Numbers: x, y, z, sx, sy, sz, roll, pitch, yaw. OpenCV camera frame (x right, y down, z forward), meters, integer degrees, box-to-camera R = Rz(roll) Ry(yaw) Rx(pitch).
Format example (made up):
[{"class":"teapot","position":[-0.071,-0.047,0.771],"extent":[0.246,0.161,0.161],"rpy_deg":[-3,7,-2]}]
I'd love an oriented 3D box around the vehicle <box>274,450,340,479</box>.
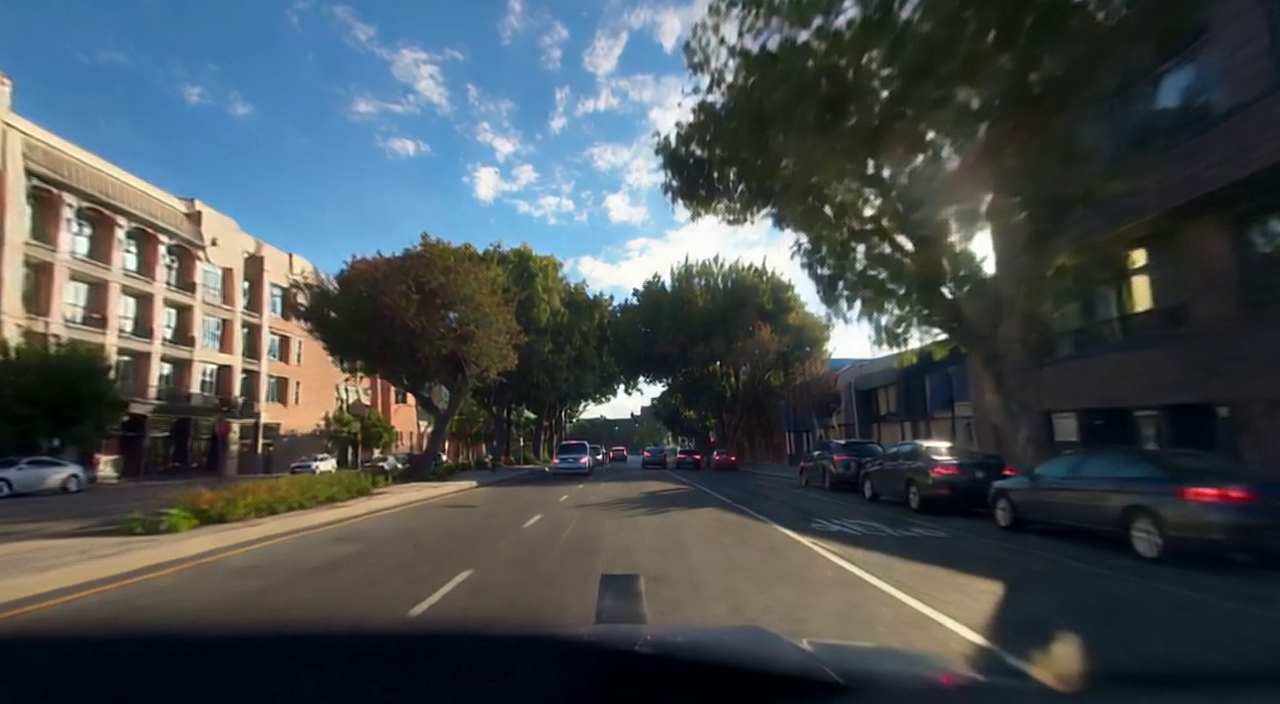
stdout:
[{"class":"vehicle","position":[-22.425,7.562,42.803],"extent":[1.996,1.767,4.613],"rpy_deg":[0,-8,-1]}]

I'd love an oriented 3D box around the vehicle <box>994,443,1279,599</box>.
[{"class":"vehicle","position":[7.042,1.970,8.354],"extent":[2.269,1.506,4.152],"rpy_deg":[0,-8,0]}]

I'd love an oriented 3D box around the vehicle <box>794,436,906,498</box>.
[{"class":"vehicle","position":[6.917,3.813,21.399],"extent":[2.216,1.847,4.321],"rpy_deg":[0,-8,-1]}]

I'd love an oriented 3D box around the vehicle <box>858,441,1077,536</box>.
[{"class":"vehicle","position":[7.108,2.969,14.522],"extent":[2.320,1.764,4.731],"rpy_deg":[0,-8,-3]}]

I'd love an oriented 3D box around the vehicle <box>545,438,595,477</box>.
[{"class":"vehicle","position":[-3.819,5.839,35.205],"extent":[2.223,1.957,4.845],"rpy_deg":[0,-8,0]}]

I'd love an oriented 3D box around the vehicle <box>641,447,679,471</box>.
[{"class":"vehicle","position":[1.336,7.396,43.920],"extent":[2.201,1.589,3.843],"rpy_deg":[0,-8,-4]}]

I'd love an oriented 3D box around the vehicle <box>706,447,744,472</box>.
[{"class":"vehicle","position":[6.188,7.864,46.462],"extent":[2.164,1.727,3.955],"rpy_deg":[0,-8,-1]}]

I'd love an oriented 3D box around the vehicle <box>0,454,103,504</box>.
[{"class":"vehicle","position":[-21.713,4.366,21.981],"extent":[1.999,1.562,4.803],"rpy_deg":[0,-8,-3]}]
